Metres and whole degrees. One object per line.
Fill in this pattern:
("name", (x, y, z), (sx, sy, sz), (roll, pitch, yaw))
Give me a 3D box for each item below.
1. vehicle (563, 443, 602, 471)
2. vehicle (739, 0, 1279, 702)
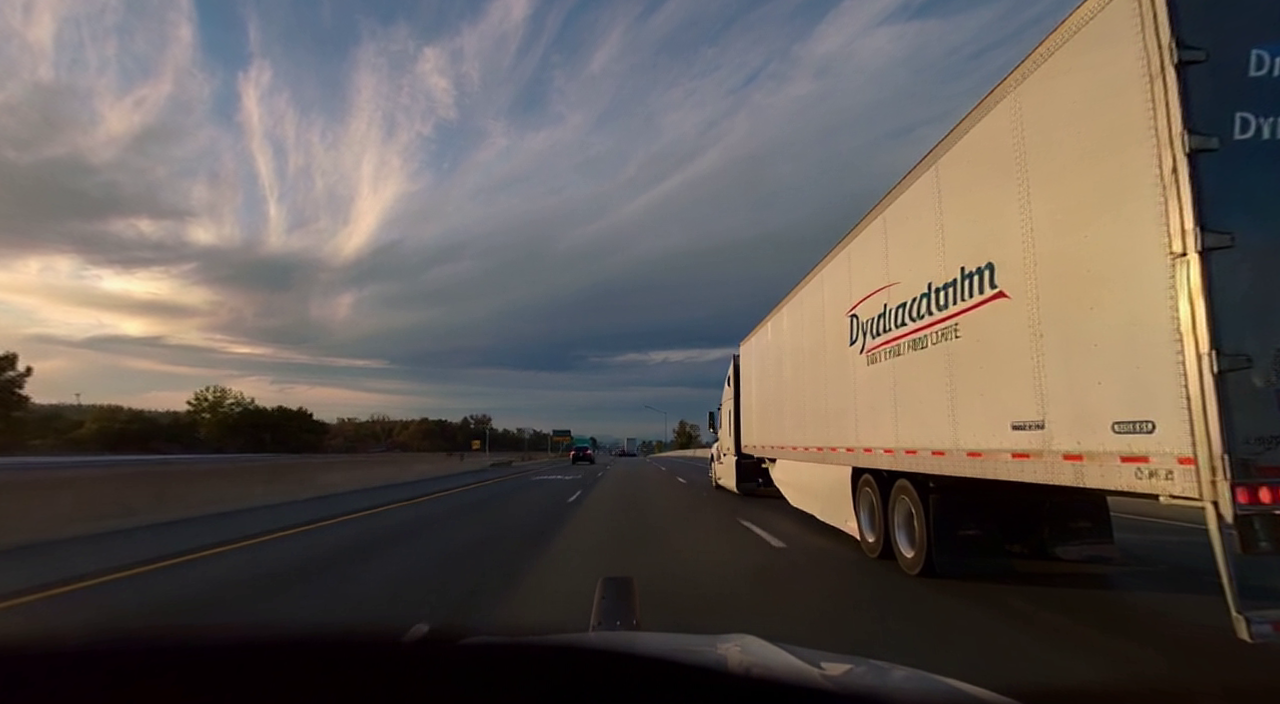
("vehicle", (-3.528, 6.531, 39.505), (2.030, 1.657, 3.926), (0, -8, 0))
("vehicle", (3.969, 0.616, 9.709), (2.962, 4.132, 12.720), (0, -8, 1))
